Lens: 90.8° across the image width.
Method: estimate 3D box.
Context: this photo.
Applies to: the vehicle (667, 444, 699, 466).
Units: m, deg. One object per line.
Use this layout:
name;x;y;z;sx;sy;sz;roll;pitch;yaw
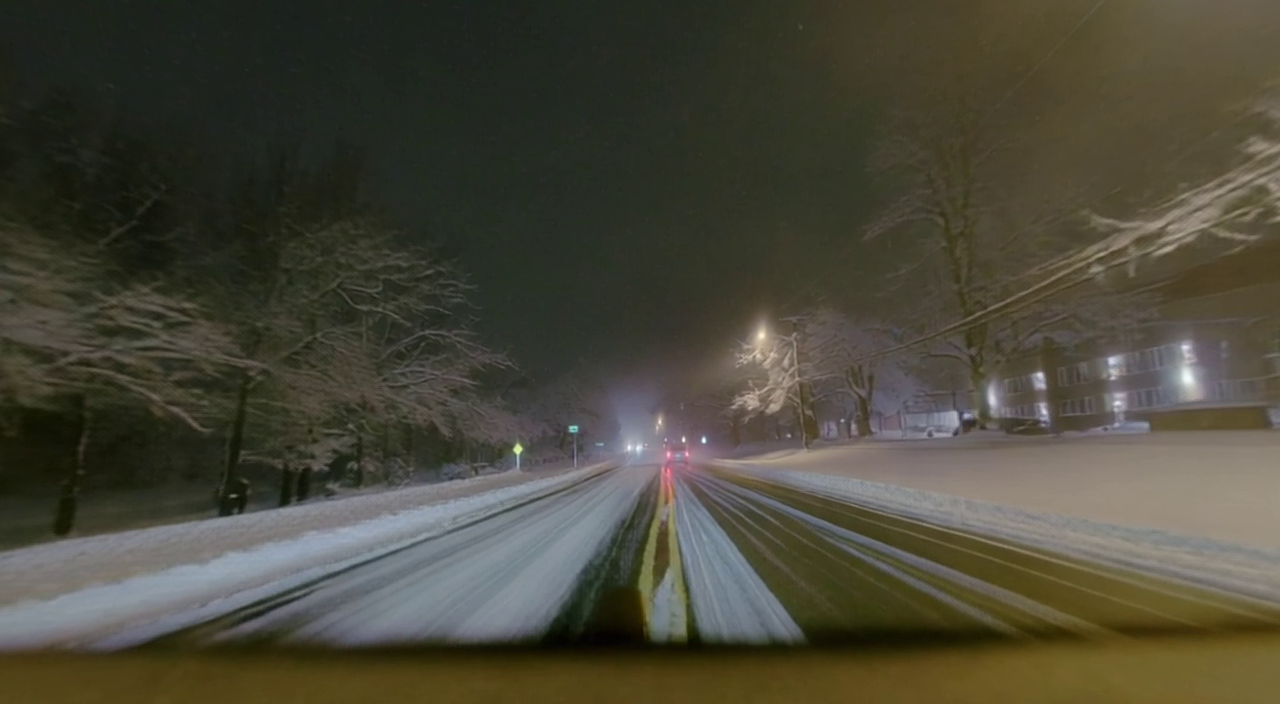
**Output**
vehicle;3.036;7.448;45.664;1.925;1.488;4.271;0;-8;-1
